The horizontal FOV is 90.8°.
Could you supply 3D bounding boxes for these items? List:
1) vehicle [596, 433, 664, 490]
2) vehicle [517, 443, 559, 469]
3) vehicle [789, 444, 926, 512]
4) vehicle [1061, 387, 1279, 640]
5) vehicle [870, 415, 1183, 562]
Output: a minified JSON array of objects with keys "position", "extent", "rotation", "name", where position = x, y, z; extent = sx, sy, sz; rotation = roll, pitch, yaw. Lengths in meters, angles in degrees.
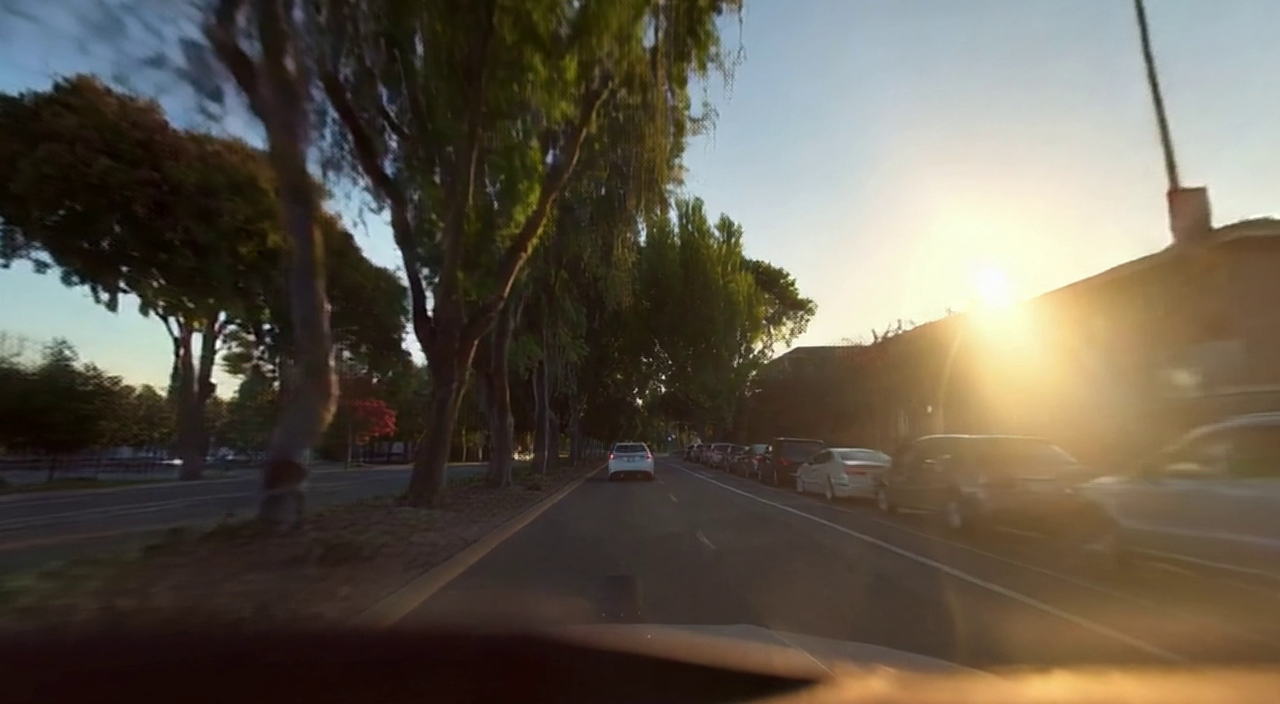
[{"position":[-0.342,3.607,21.129],"extent":[2.070,1.698,3.925],"rotation":[0,-9,-1],"name":"vehicle"},{"position":[-6.038,6.202,37.914],"extent":[2.105,1.474,4.808],"rotation":[0,-9,-4],"name":"vehicle"},{"position":[5.333,3.117,16.157],"extent":[2.005,1.499,4.108],"rotation":[0,-9,0],"name":"vehicle"},{"position":[5.862,1.221,4.810],"extent":[2.139,1.872,4.585],"rotation":[0,-9,1],"name":"vehicle"},{"position":[5.878,2.117,10.630],"extent":[1.994,1.853,4.924],"rotation":[0,-9,-2],"name":"vehicle"}]
